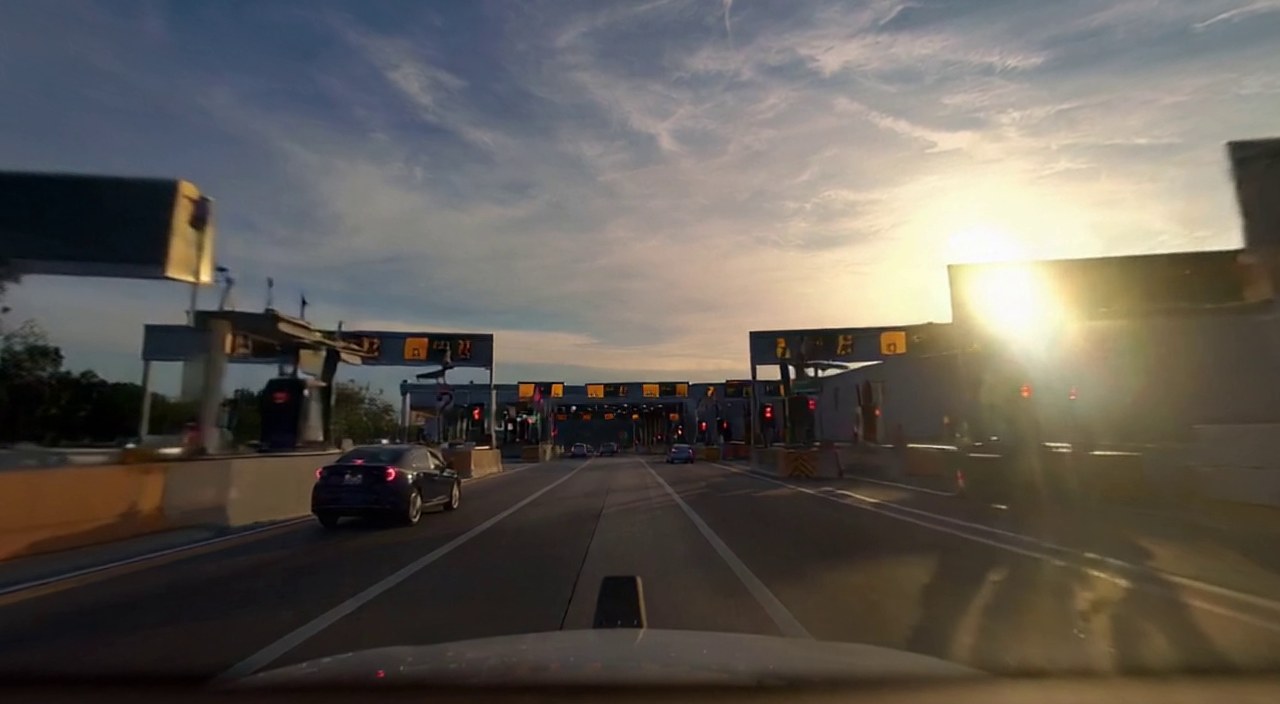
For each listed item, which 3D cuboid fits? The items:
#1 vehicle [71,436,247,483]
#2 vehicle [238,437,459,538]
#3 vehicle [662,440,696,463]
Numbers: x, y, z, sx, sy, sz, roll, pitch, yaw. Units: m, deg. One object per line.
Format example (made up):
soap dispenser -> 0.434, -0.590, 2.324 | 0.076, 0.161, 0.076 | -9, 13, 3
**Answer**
vehicle -> -21.103, 4.678, 28.006 | 2.298, 1.856, 5.674 | -7, -11, 39
vehicle -> -4.917, 2.309, 11.502 | 1.981, 1.465, 4.334 | 0, -8, 0
vehicle -> 2.933, 7.591, 48.488 | 2.072, 1.639, 4.919 | 0, -8, -2
